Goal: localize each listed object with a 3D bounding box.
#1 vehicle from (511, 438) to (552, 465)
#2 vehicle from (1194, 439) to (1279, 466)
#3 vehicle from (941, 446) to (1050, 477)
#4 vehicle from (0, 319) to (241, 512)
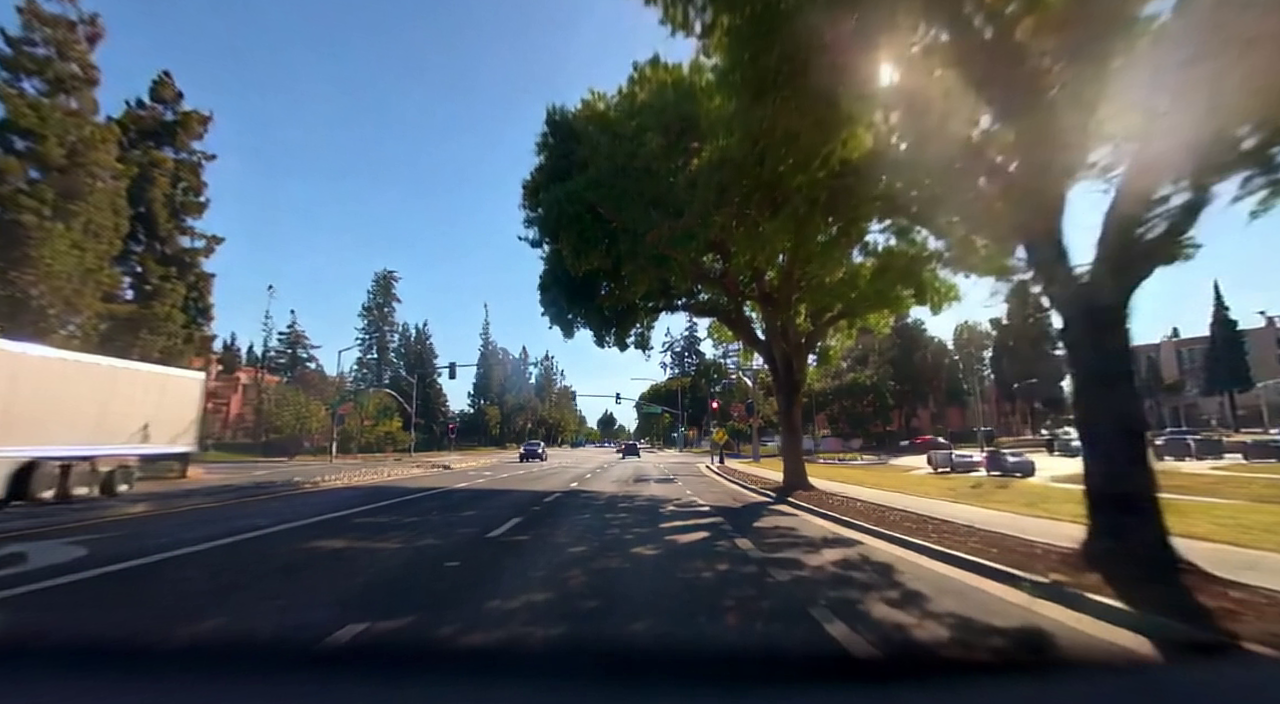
[{"bbox_3d":[-7.115,6.555,41.924,1.946,1.680,4.203,0,-8,0],"label":"vehicle"},{"bbox_3d":[34.215,5.577,35.111,4.593,1.460,1.926,-3,-9,16],"label":"vehicle"},{"bbox_3d":[18.299,5.647,32.732,4.455,1.475,1.971,-2,-9,14],"label":"vehicle"},{"bbox_3d":[-15.189,1.333,13.297,2.978,4.087,16.920,0,-8,-1],"label":"vehicle"}]
